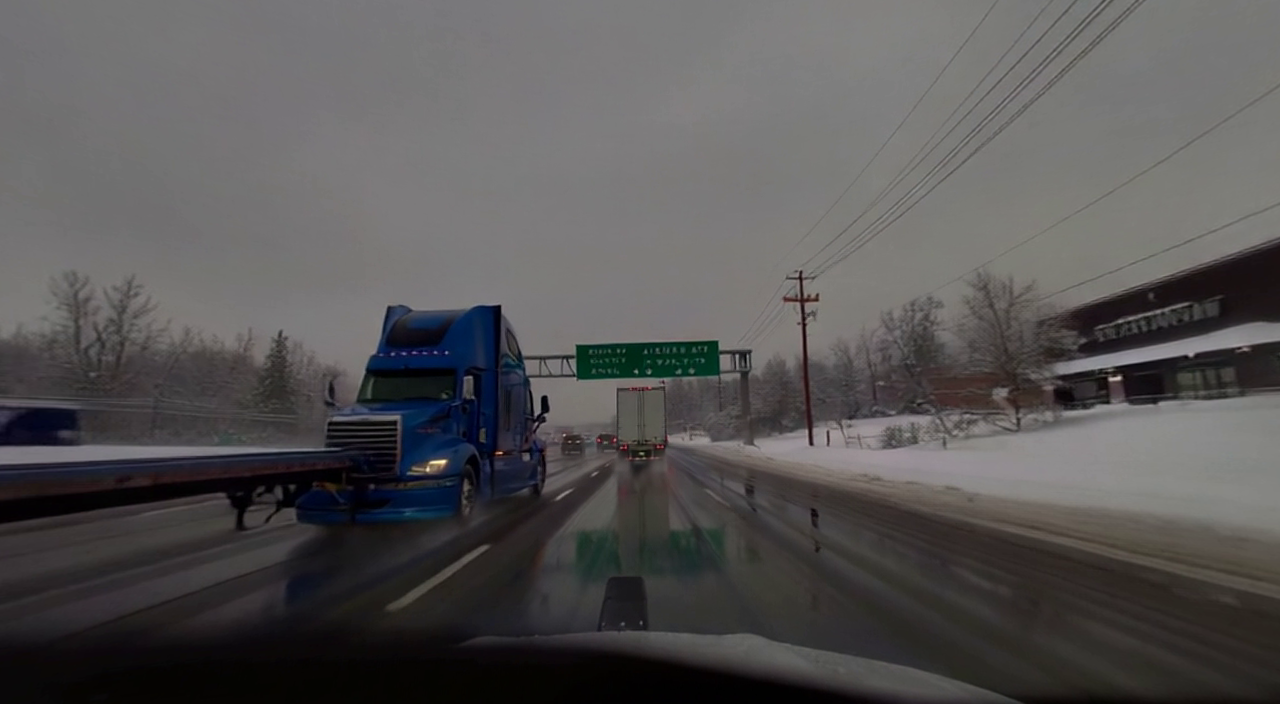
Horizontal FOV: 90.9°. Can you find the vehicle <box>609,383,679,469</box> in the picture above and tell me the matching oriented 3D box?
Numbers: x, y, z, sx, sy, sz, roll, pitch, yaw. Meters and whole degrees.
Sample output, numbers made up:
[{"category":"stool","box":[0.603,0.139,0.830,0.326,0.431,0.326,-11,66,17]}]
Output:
[{"category":"vehicle","box":[0.166,3.836,31.526,2.941,3.604,9.851,0,-9,0]}]

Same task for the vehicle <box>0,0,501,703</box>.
[{"category":"vehicle","box":[-3.923,-0.203,3.116,2.875,4.083,15.756,0,-9,0]}]
